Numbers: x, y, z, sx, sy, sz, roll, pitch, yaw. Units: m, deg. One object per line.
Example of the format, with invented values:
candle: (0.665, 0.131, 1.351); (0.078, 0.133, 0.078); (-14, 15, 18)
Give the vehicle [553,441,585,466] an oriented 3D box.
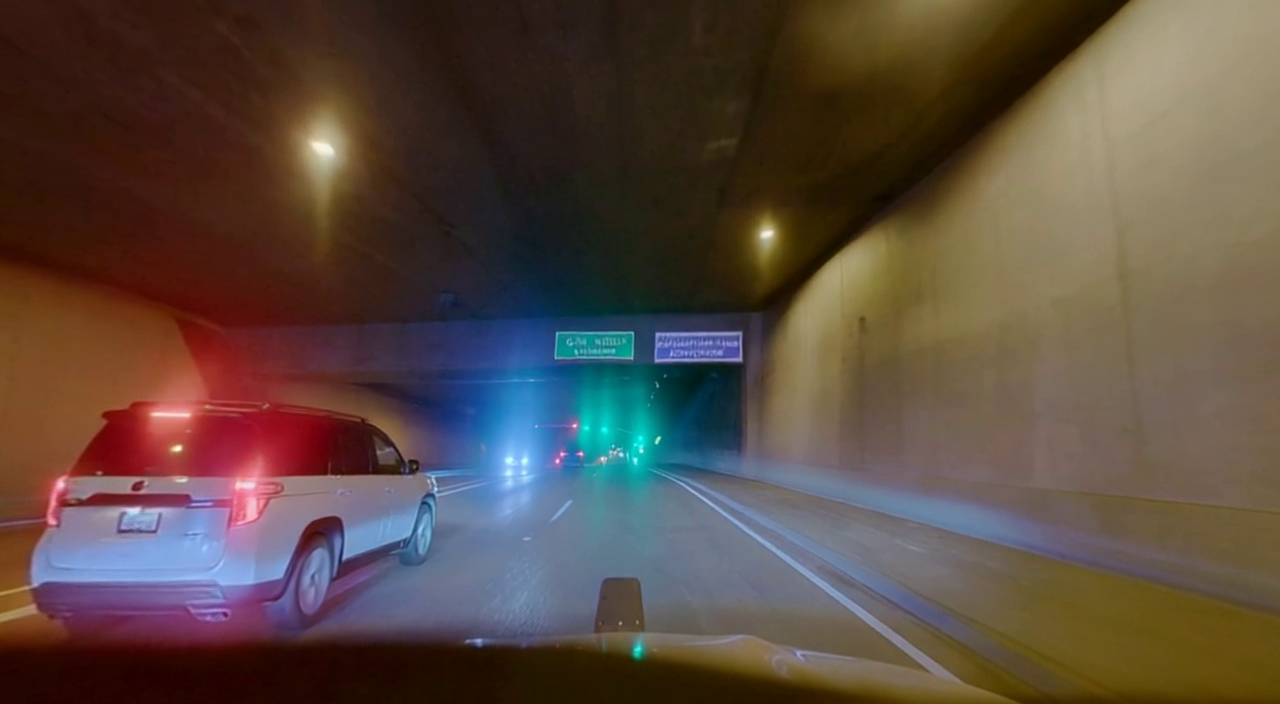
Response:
vehicle: (-5.070, 7.326, 45.718); (1.961, 1.725, 4.315); (0, -8, -2)
